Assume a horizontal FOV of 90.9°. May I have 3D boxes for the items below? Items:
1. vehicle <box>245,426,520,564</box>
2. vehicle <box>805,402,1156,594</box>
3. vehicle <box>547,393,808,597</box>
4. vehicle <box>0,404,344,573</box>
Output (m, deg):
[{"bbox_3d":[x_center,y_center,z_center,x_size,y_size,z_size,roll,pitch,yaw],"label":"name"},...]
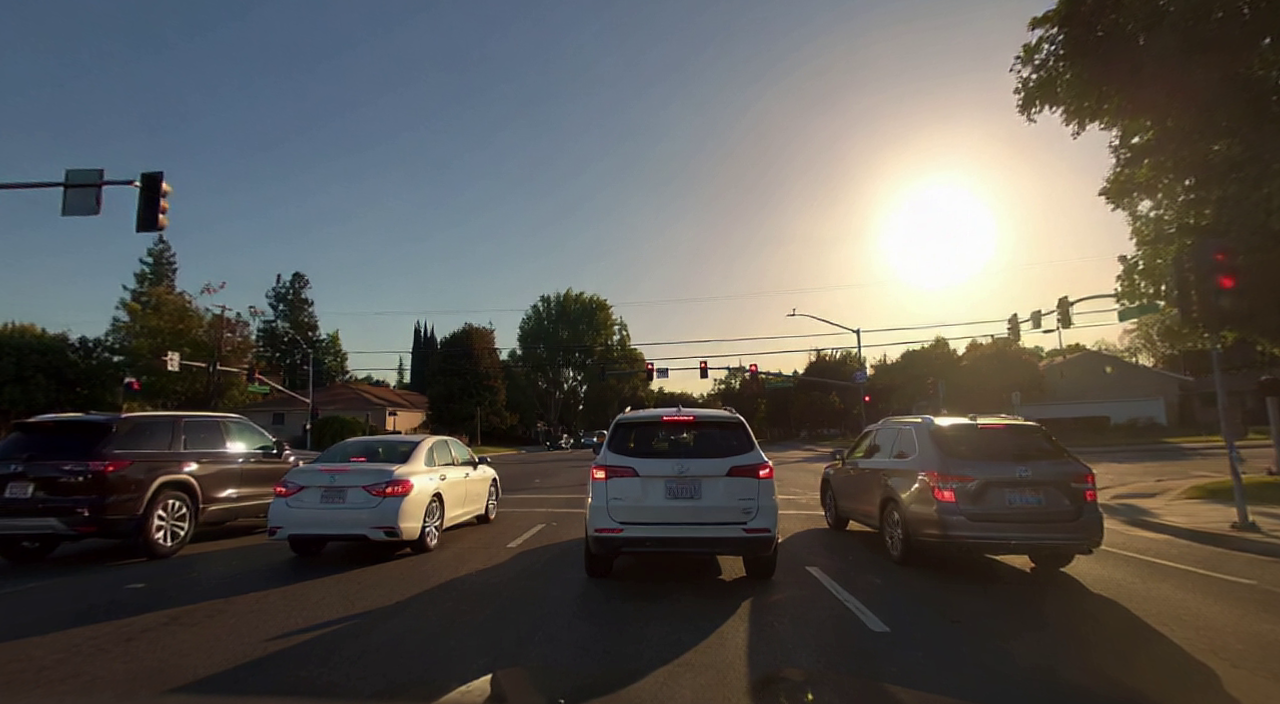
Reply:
[{"bbox_3d":[-3.240,1.884,9.104,1.885,1.475,4.359,-1,-8,4],"label":"vehicle"},{"bbox_3d":[3.527,1.587,7.738,2.047,1.638,4.395,-1,-8,4],"label":"vehicle"},{"bbox_3d":[0.392,1.519,7.496,2.198,1.708,4.170,0,-8,2],"label":"vehicle"},{"bbox_3d":[-6.626,1.823,9.245,2.075,1.796,4.785,0,-8,2],"label":"vehicle"}]
